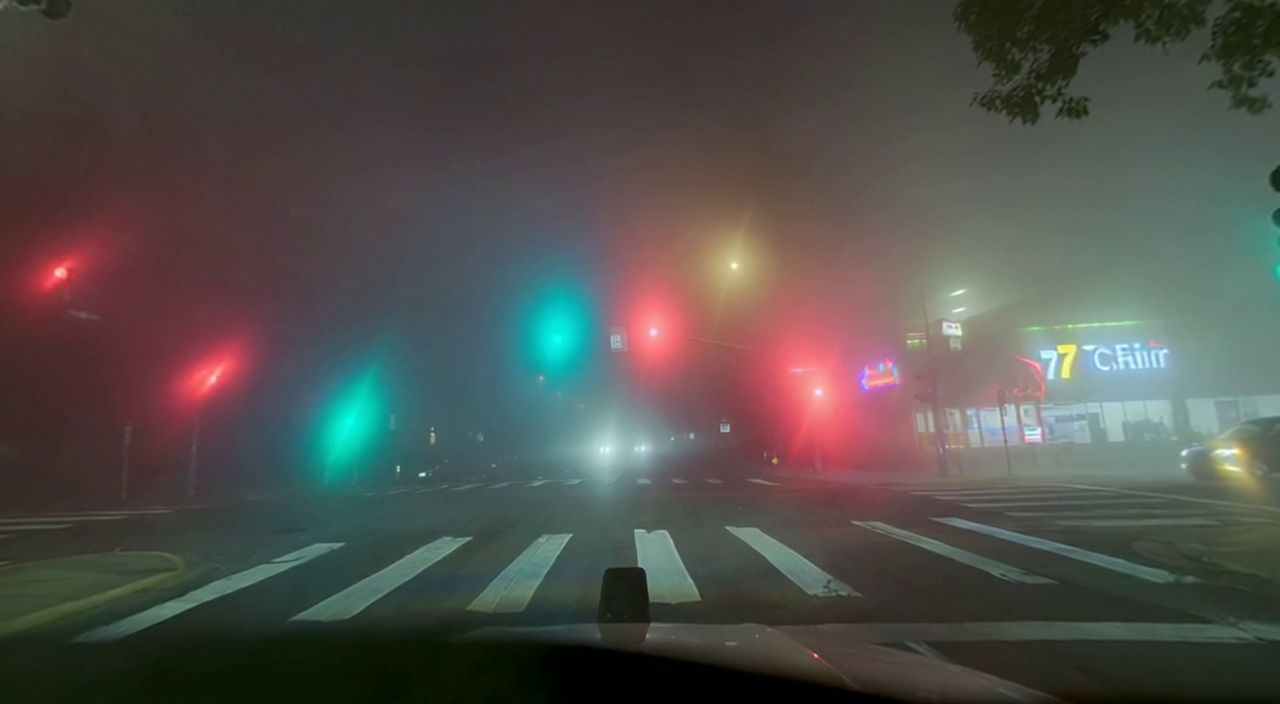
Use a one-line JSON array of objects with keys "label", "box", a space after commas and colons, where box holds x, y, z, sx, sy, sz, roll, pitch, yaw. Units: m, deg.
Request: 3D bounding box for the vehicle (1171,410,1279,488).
[{"label": "vehicle", "box": [16.624, 2.408, 15.761, 4.836, 1.795, 1.957, 0, -8, 0]}]
